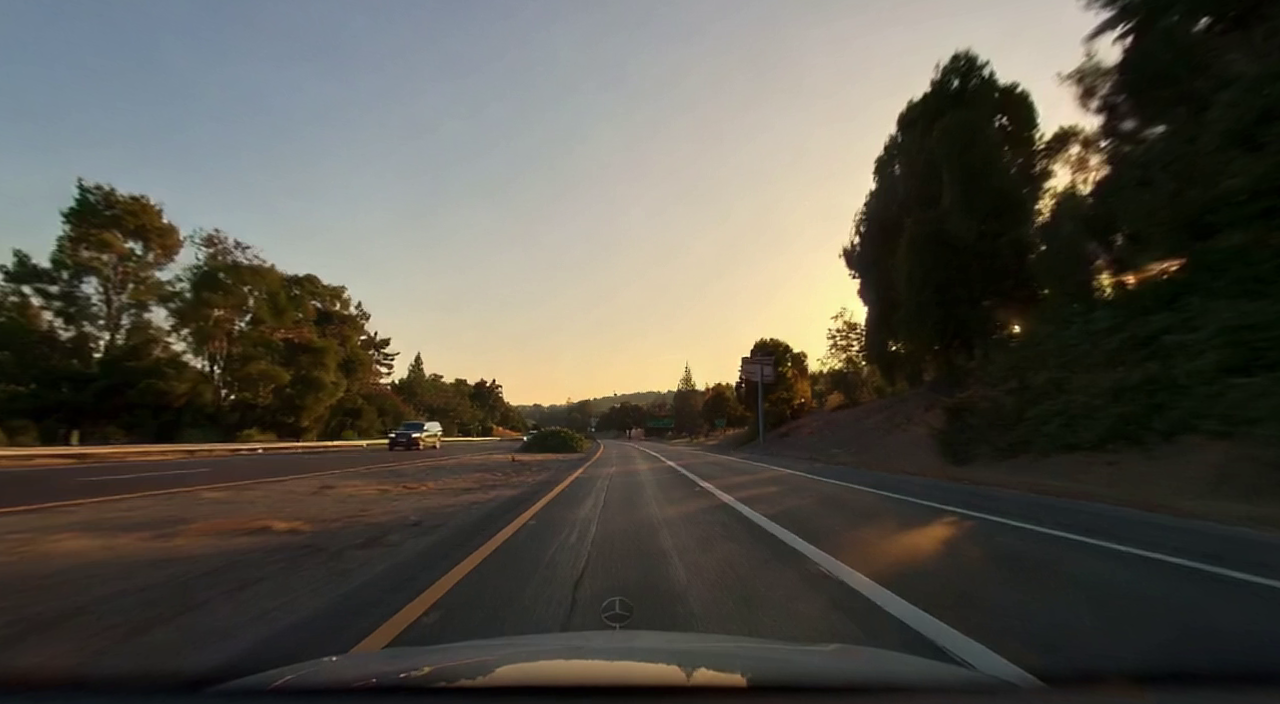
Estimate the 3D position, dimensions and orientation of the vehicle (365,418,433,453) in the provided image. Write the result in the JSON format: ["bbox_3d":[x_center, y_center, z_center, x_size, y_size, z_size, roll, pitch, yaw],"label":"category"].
[{"bbox_3d":[-14.400,5.045,38.000,2.151,1.930,5.017,0,-8,-1],"label":"vehicle"}]
